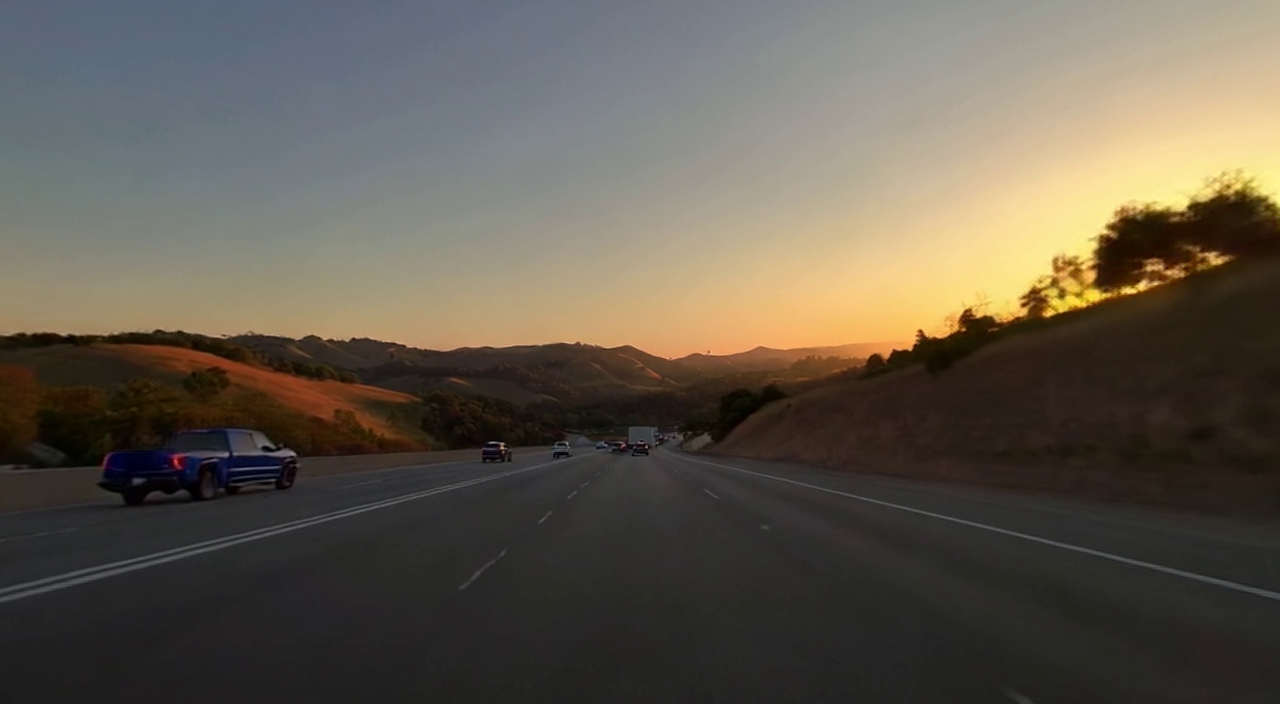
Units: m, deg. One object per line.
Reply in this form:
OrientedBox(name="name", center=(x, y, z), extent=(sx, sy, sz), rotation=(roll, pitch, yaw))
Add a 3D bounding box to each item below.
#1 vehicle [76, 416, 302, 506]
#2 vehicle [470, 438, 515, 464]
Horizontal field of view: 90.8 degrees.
OrientedBox(name="vehicle", center=(-10.795, 2.649, 15.757), extent=(2.012, 1.875, 4.895), rotation=(0, -9, -1))
OrientedBox(name="vehicle", center=(-11.033, 7.441, 47.547), extent=(2.195, 1.795, 4.659), rotation=(0, -9, 1))
